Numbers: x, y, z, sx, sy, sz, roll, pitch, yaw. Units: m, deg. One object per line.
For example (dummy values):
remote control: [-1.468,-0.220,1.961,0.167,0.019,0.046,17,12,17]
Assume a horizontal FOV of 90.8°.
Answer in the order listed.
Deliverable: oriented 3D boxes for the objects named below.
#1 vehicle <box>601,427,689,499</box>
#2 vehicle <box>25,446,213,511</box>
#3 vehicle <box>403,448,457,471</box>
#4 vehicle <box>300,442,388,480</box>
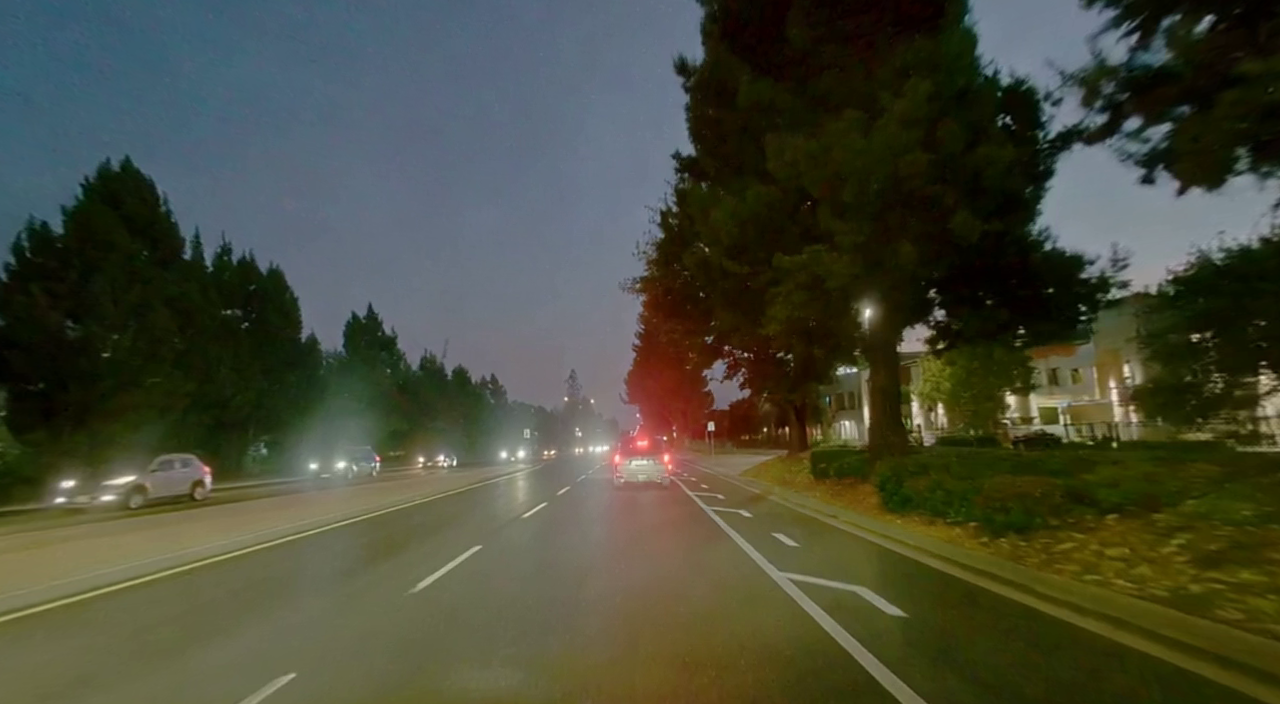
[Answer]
vehicle: [0.116,2.939,17.045,2.094,1.682,3.866,0,-9,0]
vehicle: [-15.213,3.668,18.849,1.948,1.690,4.303,0,-9,0]
vehicle: [-15.056,7.718,45.664,2.124,1.542,4.702,-1,-9,2]
vehicle: [-15.676,5.777,33.809,2.283,1.880,4.960,0,-9,0]
